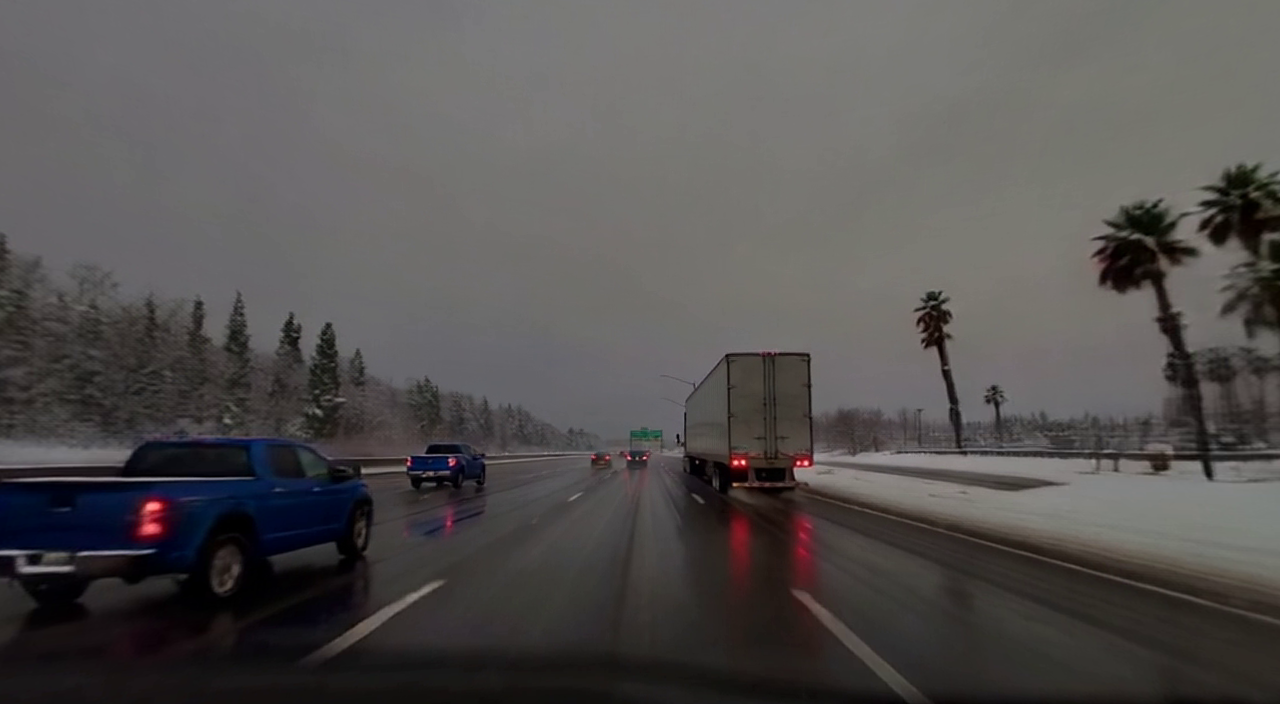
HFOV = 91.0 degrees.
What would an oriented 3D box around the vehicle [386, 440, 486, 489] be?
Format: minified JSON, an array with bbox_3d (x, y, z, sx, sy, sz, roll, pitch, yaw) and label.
[{"bbox_3d":[-7.885,4.371,24.928,2.264,1.728,4.940,0,-9,1],"label":"vehicle"}]

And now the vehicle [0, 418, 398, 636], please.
[{"bbox_3d":[-4.448,1.557,6.606,2.120,1.537,4.139,0,-9,0],"label":"vehicle"}]

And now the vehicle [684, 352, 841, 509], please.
[{"bbox_3d":[3.748,3.256,24.715,2.891,4.123,16.415,0,-9,0],"label":"vehicle"}]
